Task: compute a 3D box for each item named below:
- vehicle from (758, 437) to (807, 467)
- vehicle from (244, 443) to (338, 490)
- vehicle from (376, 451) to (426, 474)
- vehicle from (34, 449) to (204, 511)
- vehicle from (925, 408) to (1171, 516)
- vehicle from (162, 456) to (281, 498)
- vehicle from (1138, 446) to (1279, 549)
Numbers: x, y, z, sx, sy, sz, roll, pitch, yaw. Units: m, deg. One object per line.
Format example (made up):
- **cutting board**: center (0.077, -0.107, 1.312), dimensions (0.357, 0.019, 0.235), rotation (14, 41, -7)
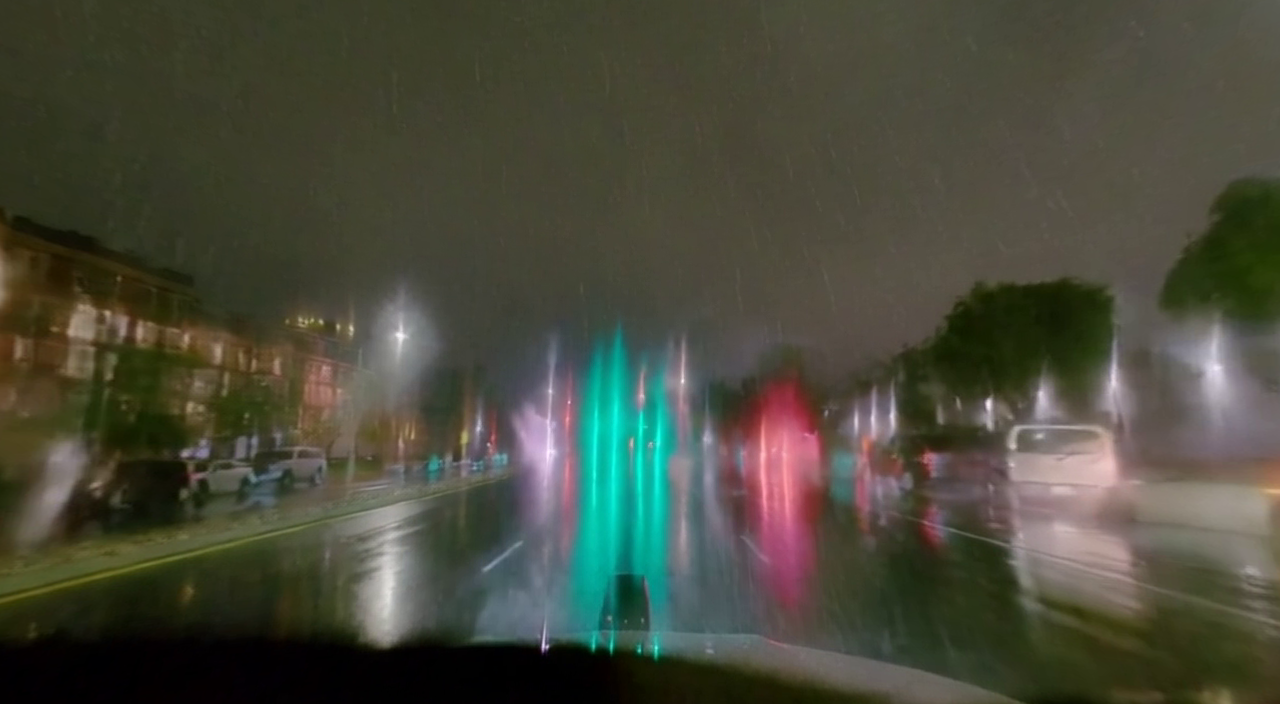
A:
- **vehicle**: center (10.112, 7.155, 45.169), dimensions (2.091, 1.962, 5.091), rotation (1, -9, -2)
- **vehicle**: center (-16.974, 5.536, 30.972), dimensions (2.046, 1.945, 4.688), rotation (-1, -7, -2)
- **vehicle**: center (-16.905, 7.825, 44.802), dimensions (1.891, 1.474, 4.437), rotation (-1, -8, -2)
- **vehicle**: center (-17.084, 4.168, 21.057), dimensions (1.913, 1.744, 4.478), rotation (0, -8, -2)
- **vehicle**: center (9.599, 2.668, 15.723), dimensions (2.115, 2.151, 5.826), rotation (1, -9, -1)
- **vehicle**: center (-16.946, 5.041, 25.851), dimensions (1.740, 1.442, 4.678), rotation (-1, -8, -1)
- **vehicle**: center (9.837, 2.054, 8.967), dimensions (1.841, 1.424, 4.437), rotation (0, -9, 0)
